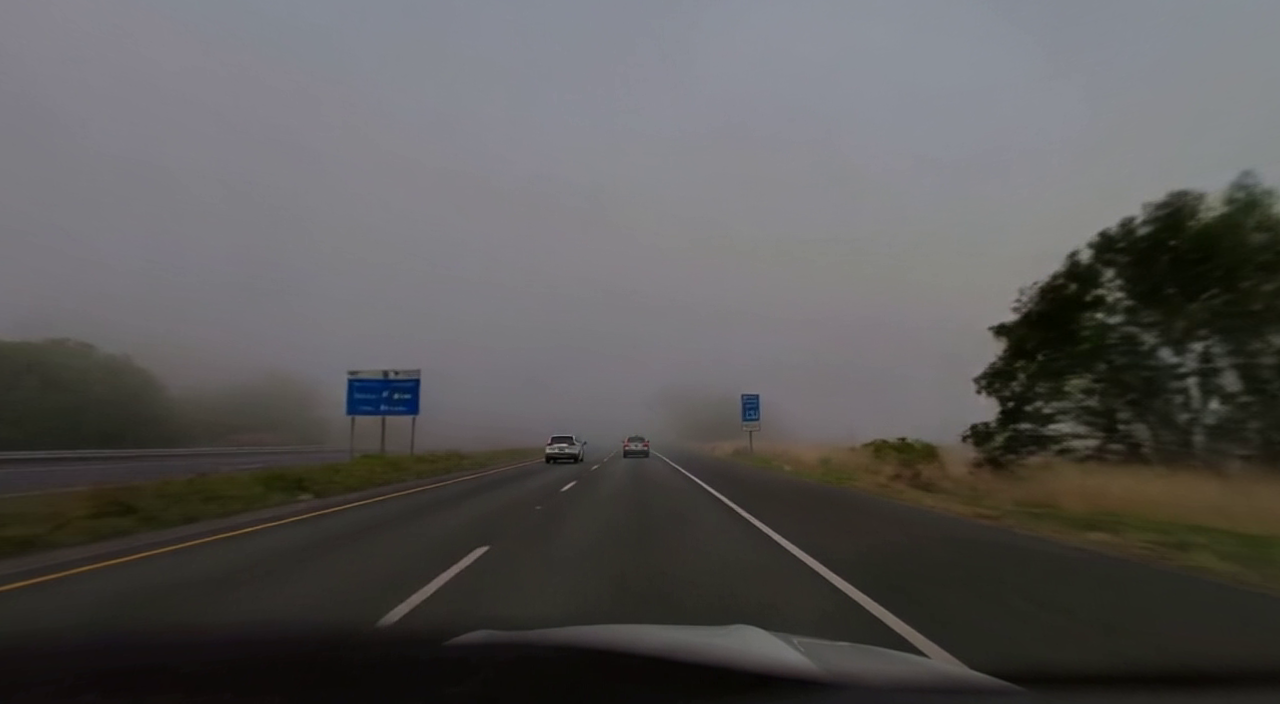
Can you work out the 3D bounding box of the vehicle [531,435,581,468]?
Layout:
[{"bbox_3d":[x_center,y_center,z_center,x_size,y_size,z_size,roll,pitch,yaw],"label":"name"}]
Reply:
[{"bbox_3d":[-4.233,5.075,32.350,2.062,1.567,4.117,0,-8,-1],"label":"vehicle"}]

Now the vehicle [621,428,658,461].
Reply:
[{"bbox_3d":[-0.071,5.976,40.697,2.223,1.957,4.416,0,-8,-2],"label":"vehicle"}]
